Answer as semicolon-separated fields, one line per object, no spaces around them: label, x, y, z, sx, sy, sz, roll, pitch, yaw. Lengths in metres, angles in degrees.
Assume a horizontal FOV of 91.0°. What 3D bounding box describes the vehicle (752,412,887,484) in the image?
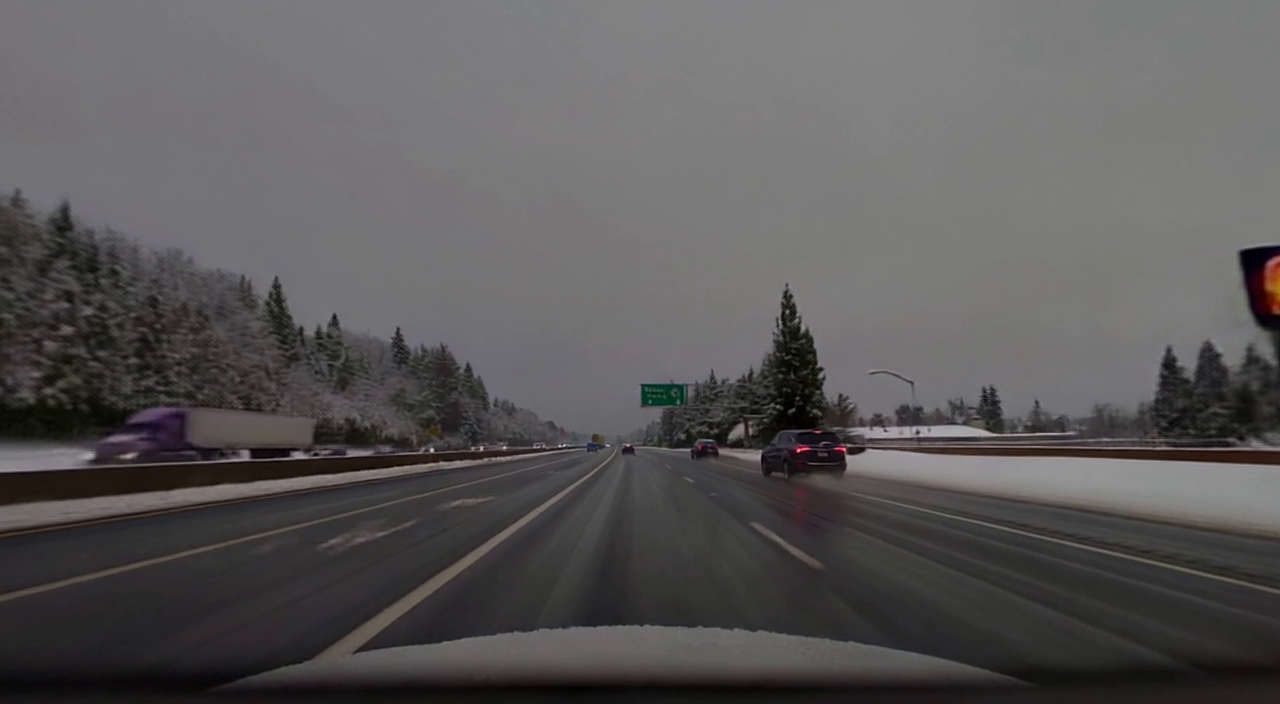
vehicle;6.608;3.741;24.720;2.779;2.339;8.073;0;-8;-1

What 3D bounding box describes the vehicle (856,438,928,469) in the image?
vehicle;13.907;5.632;35.074;2.072;1.611;4.387;0;-8;-2

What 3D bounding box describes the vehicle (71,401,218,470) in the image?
vehicle;-32.233;5.569;41.546;3.052;4.072;8.144;0;-8;-2
